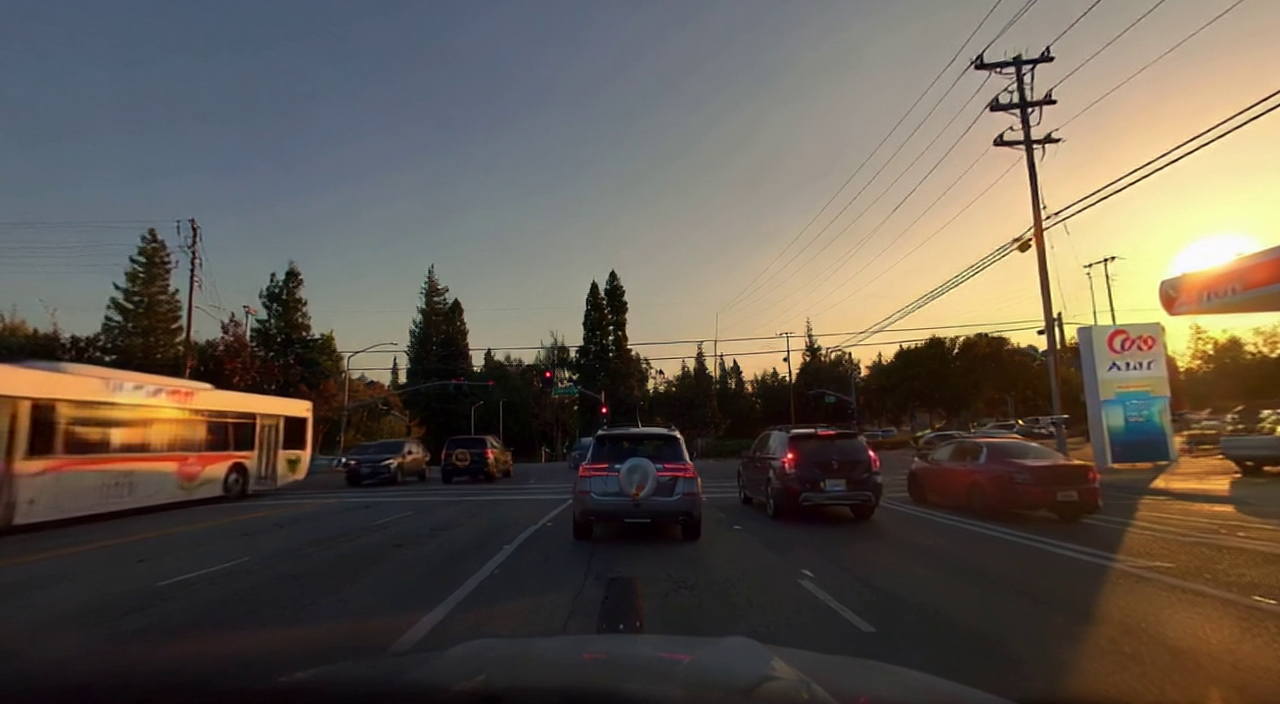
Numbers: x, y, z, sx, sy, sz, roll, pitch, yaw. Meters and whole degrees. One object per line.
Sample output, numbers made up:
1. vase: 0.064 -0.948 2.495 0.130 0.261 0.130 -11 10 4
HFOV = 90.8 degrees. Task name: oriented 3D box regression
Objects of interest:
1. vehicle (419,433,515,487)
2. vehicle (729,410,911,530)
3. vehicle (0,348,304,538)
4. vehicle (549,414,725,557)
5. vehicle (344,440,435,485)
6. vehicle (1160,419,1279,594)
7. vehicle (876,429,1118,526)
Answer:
1. vehicle: -6.338 4.018 23.835 2.190 1.795 4.993 0 -9 0
2. vehicle: 3.040 2.110 11.783 2.049 1.813 4.245 0 -9 -1
3. vehicle: -13.506 2.360 16.204 3.031 3.513 12.586 0 -9 -1
4. vehicle: -0.099 1.889 9.614 2.087 1.677 4.053 0 -9 -2
5. vehicle: -10.396 4.609 26.623 2.075 1.719 4.396 0 -9 0
6. vehicle: 6.411 1.179 4.461 1.857 1.475 4.182 0 -9 0
7. vehicle: 6.403 2.289 12.123 1.829 1.494 4.552 0 -9 -2
